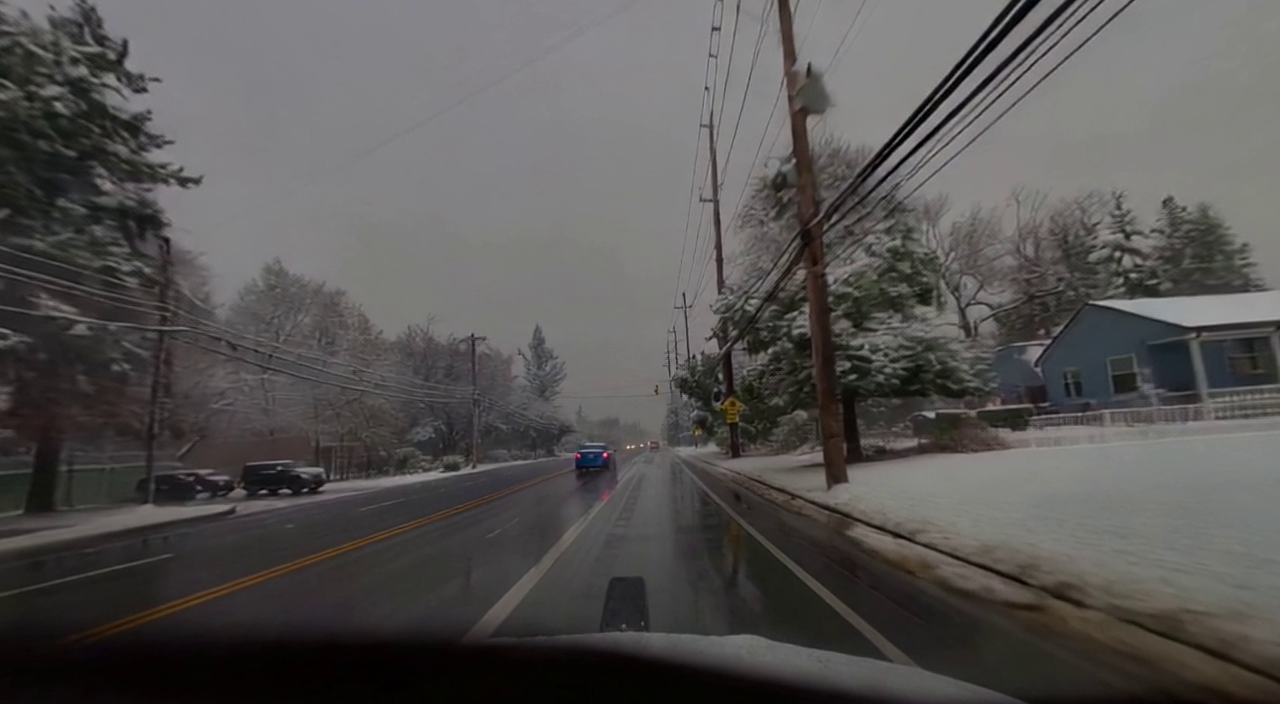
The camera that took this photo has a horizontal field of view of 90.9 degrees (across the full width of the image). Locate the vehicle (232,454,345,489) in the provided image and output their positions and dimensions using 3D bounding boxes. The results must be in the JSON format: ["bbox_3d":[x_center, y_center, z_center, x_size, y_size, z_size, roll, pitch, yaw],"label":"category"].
[{"bbox_3d":[-19.323,6.568,34.824,4.847,1.759,2.382,-1,-8,6],"label":"vehicle"}]

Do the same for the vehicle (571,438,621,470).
[{"bbox_3d":[-2.147,5.185,32.252,2.085,1.512,5.023,-1,-8,2],"label":"vehicle"}]

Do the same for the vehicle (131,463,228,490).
[{"bbox_3d":[-27.200,7.340,37.337,4.223,1.458,1.969,0,-8,1],"label":"vehicle"}]
